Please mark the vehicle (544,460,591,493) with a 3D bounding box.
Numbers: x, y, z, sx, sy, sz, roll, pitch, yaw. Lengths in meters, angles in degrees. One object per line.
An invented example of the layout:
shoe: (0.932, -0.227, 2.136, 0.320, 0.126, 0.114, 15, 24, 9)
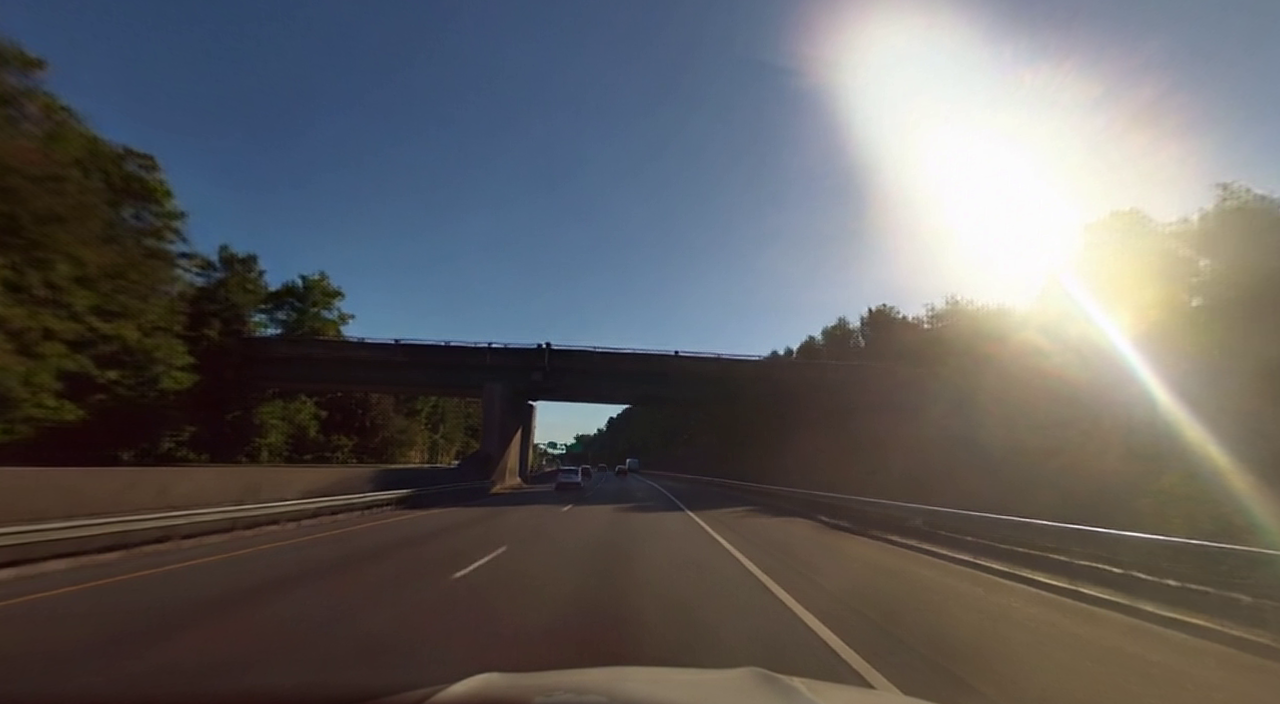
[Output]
vehicle: (-4.258, 7.470, 37.972, 2.286, 1.757, 5.057, 1, -11, -1)
